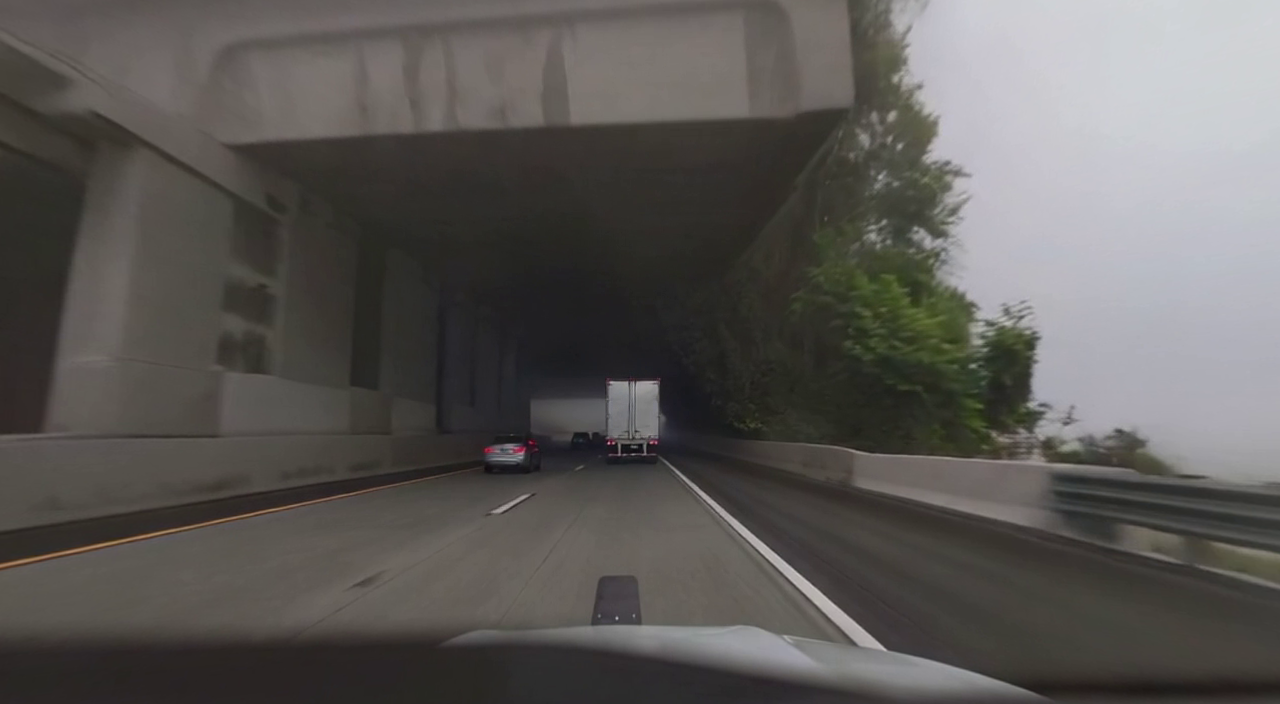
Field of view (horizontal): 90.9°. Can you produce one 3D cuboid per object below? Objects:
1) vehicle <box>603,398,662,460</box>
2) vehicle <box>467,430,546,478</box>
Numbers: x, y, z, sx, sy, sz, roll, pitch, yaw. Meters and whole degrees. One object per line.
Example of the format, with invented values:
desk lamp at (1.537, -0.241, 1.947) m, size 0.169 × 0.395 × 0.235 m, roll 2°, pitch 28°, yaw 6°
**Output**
vehicle at (-0.303, 3.153, 25.737) m, size 2.319 × 2.461 × 1.270 m, roll 0°, pitch -8°, yaw 0°
vehicle at (-4.508, 3.488, 21.898) m, size 1.909 × 1.520 × 3.897 m, roll 0°, pitch -8°, yaw -1°
